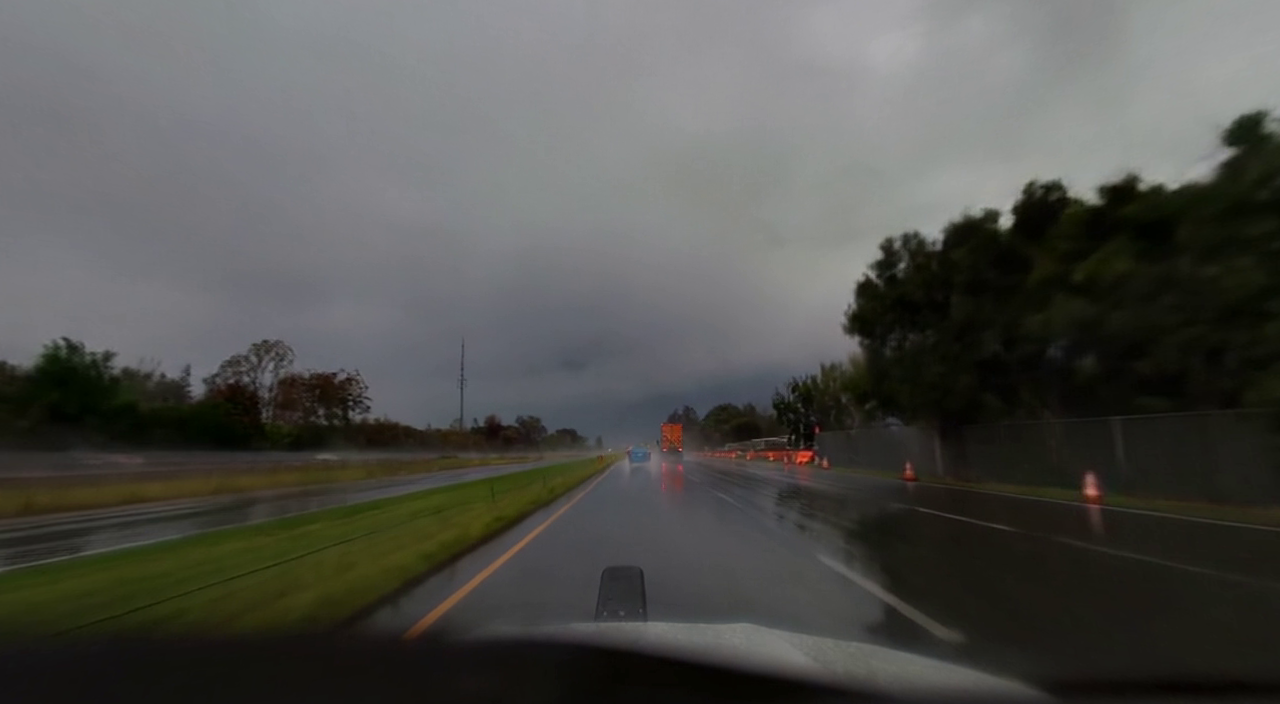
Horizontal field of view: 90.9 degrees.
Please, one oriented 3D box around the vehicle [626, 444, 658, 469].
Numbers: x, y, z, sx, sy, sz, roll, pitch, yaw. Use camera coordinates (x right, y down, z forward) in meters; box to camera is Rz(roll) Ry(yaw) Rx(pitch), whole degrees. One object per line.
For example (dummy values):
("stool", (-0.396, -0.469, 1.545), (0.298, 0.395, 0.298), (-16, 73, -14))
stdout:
("vehicle", (0.136, 7.058, 42.571), (2.065, 1.573, 3.734), (0, -9, 0))
